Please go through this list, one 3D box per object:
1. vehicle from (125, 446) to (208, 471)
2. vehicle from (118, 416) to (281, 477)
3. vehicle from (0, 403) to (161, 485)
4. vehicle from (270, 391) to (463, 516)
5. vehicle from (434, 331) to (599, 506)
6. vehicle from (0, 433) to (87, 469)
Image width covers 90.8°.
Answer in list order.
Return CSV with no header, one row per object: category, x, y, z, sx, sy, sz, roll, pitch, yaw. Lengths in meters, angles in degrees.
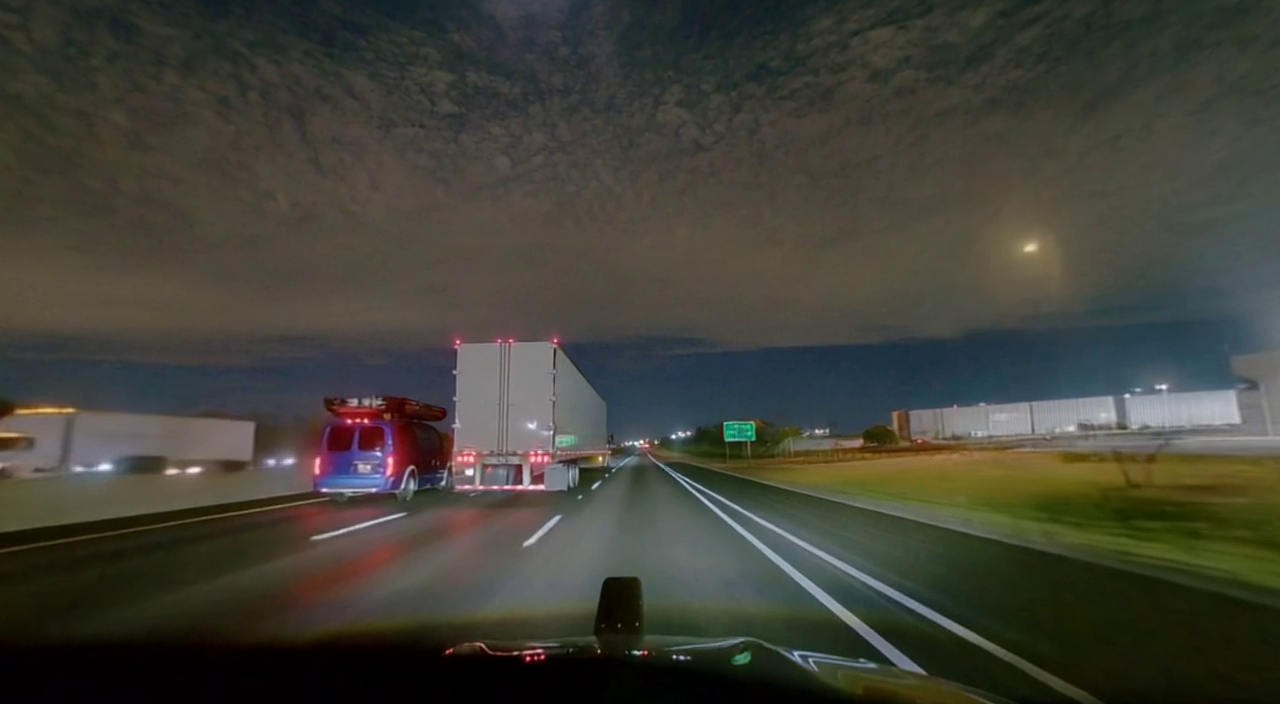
vehicle,-31.081,6.974,41.635,1.952,1.566,4.548,0,-8,0
vehicle,-31.167,6.845,45.911,2.852,3.749,12.932,0,-8,-2
vehicle,-31.261,4.968,34.095,3.006,3.764,9.846,0,-8,0
vehicle,-6.714,2.614,16.623,2.385,2.672,6.049,0,-8,-1
vehicle,-3.449,2.794,23.199,2.939,4.132,16.303,1,-9,-1
vehicle,-31.243,5.013,31.946,2.079,1.690,4.869,-3,-7,1
